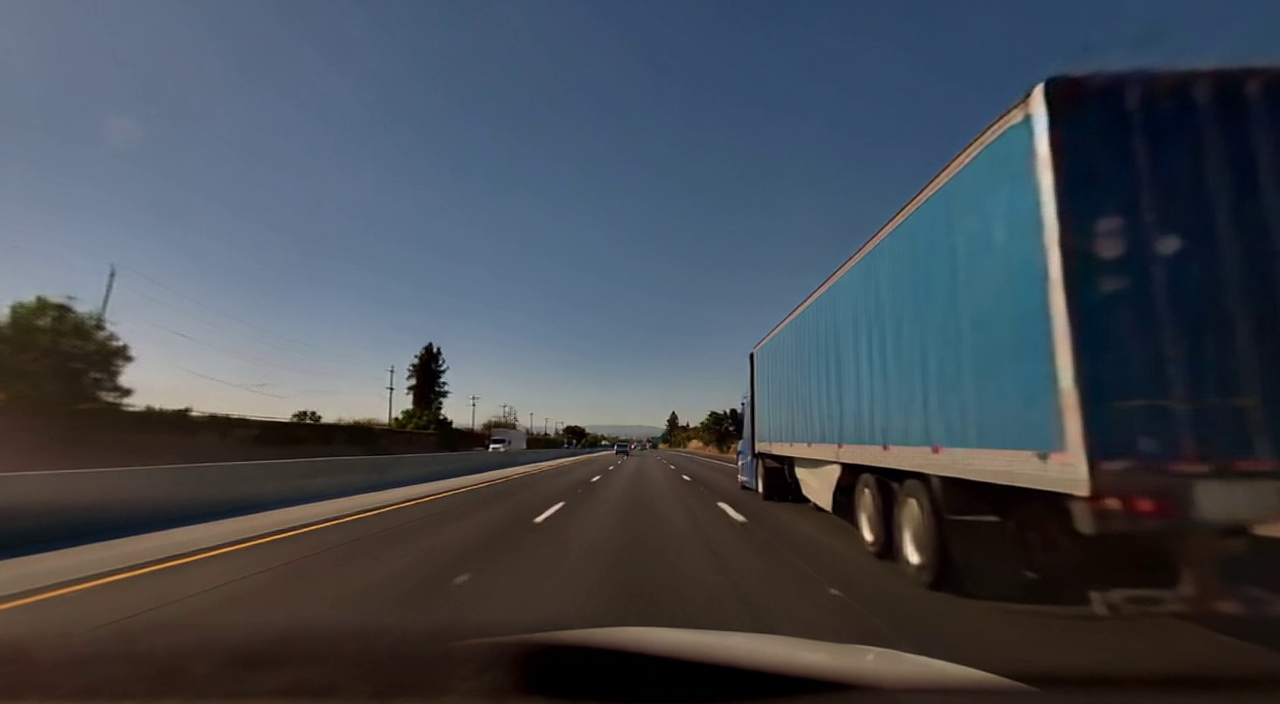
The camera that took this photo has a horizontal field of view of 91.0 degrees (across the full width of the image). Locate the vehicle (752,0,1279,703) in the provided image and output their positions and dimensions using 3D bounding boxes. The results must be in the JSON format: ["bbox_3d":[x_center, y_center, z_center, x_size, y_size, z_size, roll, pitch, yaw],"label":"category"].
[{"bbox_3d":[4.100,0.716,8.942,2.870,3.768,11.872,0,-8,0],"label":"vehicle"}]
